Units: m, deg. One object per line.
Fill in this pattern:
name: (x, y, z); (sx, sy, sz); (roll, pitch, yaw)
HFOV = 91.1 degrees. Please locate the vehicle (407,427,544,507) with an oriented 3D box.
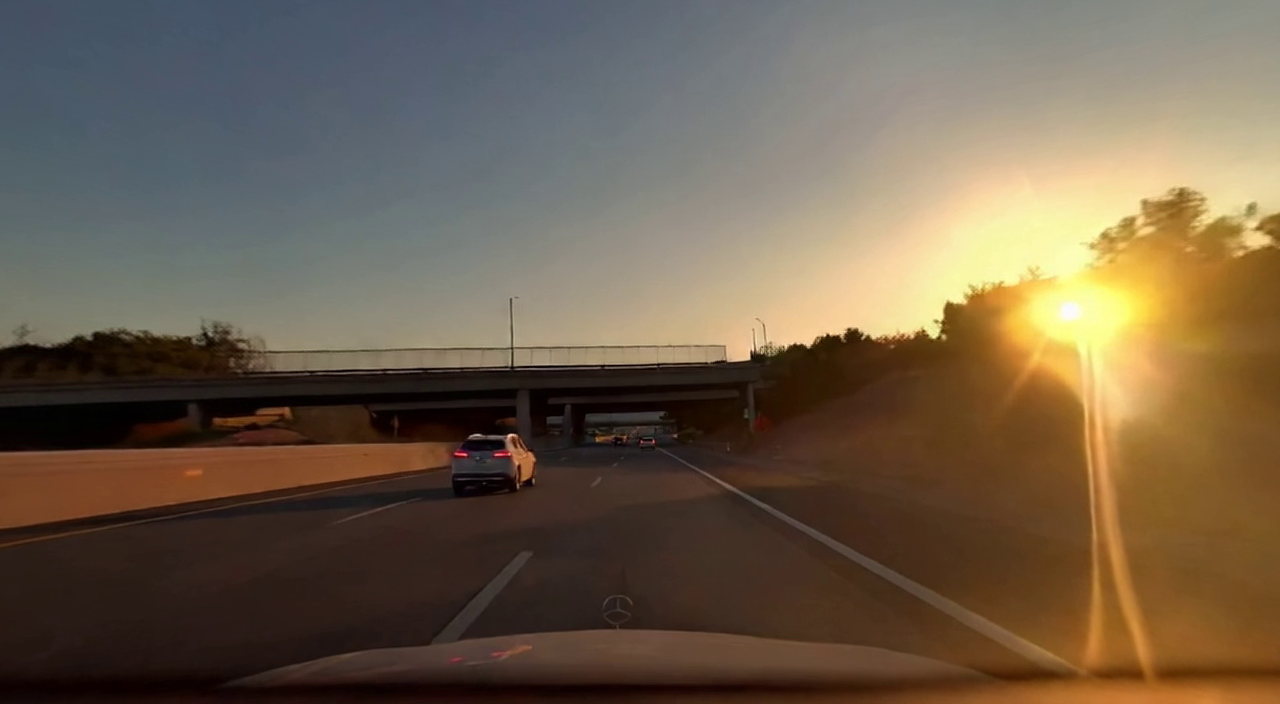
vehicle: (-3.634, 2.597, 14.800); (2.039, 1.589, 4.324); (0, -8, 0)
